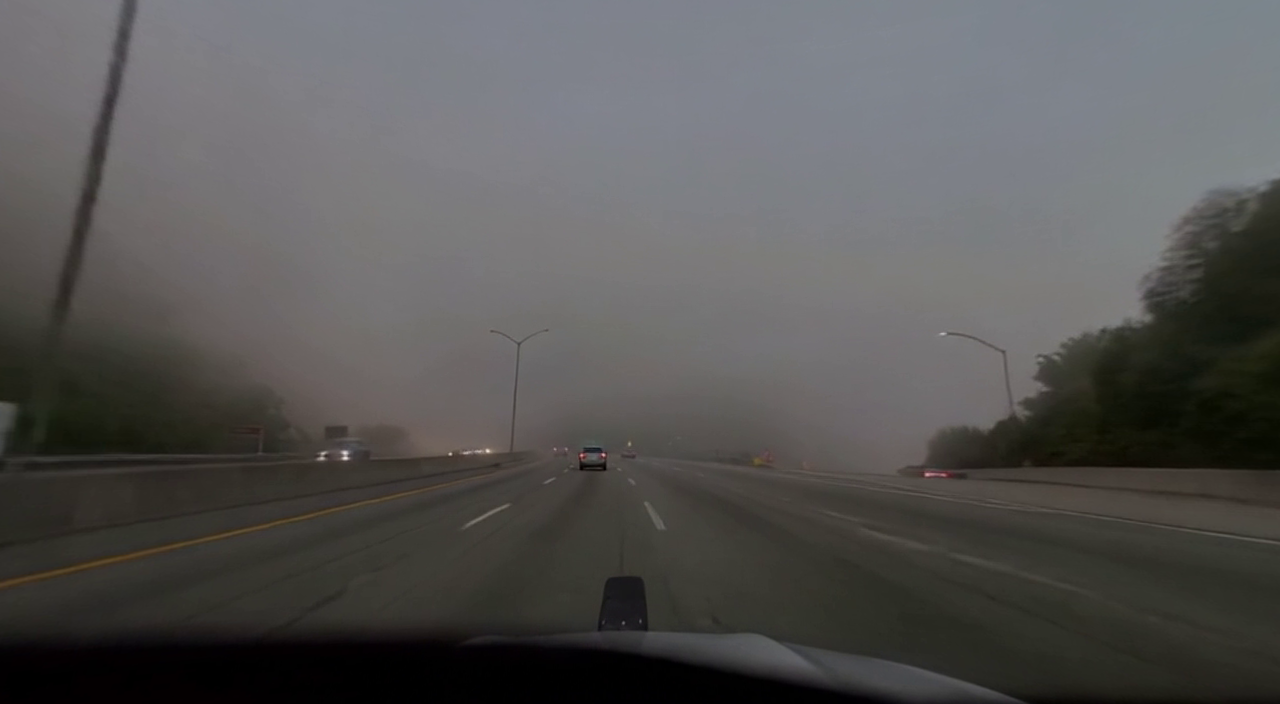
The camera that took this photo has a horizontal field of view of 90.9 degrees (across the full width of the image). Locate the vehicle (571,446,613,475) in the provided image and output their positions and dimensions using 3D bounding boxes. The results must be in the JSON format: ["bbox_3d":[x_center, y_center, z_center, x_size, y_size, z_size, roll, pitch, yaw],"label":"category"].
[{"bbox_3d":[-2.621,5.981,35.048,2.193,1.497,4.337,0,-9,-3],"label":"vehicle"}]

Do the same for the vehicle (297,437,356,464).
[{"bbox_3d":[-23.564,7.436,47.657,2.112,1.852,4.999,0,-9,-3],"label":"vehicle"}]
